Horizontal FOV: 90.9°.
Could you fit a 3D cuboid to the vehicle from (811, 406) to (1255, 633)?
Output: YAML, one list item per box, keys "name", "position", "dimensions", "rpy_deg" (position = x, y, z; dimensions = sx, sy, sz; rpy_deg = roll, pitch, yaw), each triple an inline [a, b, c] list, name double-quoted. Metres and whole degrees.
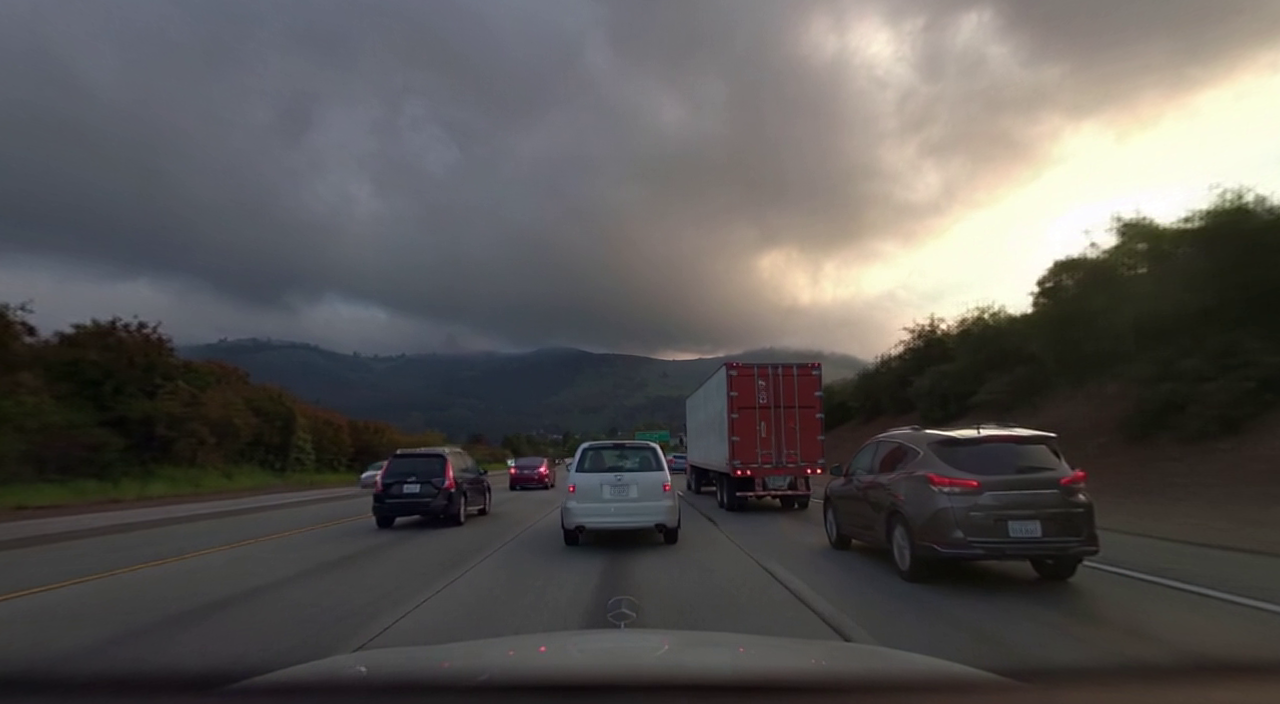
- name: "vehicle"
  position: [3.701, 1.667, 7.307]
  dimensions: [2.076, 1.751, 4.666]
  rpy_deg: [0, -9, 0]

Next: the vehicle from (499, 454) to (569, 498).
- name: "vehicle"
  position: [-3.952, 4.680, 24.158]
  dimensions: [1.923, 1.503, 4.293]
  rpy_deg: [0, -9, 0]

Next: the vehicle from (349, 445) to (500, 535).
- name: "vehicle"
  position: [-4.346, 2.806, 13.383]
  dimensions: [1.789, 1.620, 3.841]
  rpy_deg: [0, -9, 1]

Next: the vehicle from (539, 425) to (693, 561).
- name: "vehicle"
  position: [-0.337, 2.214, 10.578]
  dimensions: [2.037, 1.792, 4.194]
  rpy_deg: [0, -9, 0]

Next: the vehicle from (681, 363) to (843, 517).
- name: "vehicle"
  position: [3.781, 3.754, 25.954]
  dimensions: [3.032, 4.051, 18.805]
  rpy_deg: [0, -9, 0]
